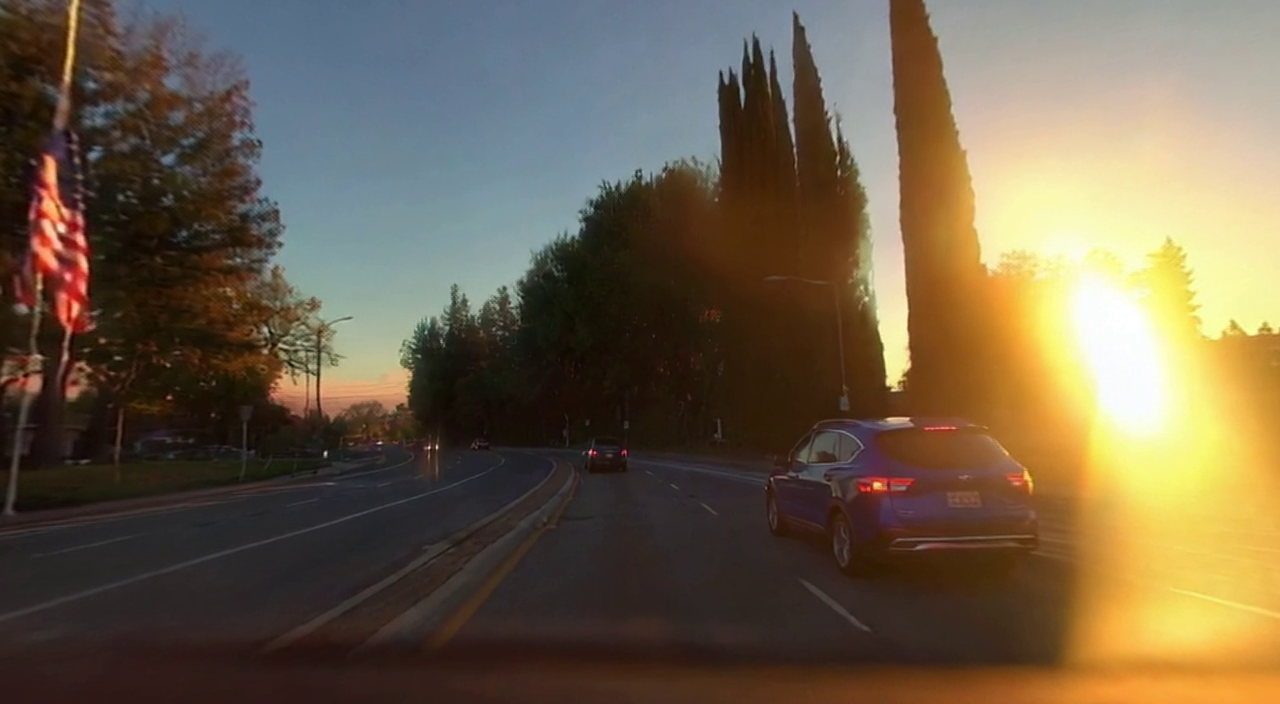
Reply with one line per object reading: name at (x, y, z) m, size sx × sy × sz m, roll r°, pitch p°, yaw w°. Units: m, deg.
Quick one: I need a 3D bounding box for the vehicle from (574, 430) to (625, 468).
vehicle at (-2.238, 5.111, 33.450) m, size 2.185 × 1.822 × 4.583 m, roll 1°, pitch -8°, yaw -10°

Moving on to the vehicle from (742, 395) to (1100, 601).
vehicle at (2.703, 1.525, 7.560) m, size 2.024 × 1.686 × 4.588 m, roll 0°, pitch -8°, yaw -2°
